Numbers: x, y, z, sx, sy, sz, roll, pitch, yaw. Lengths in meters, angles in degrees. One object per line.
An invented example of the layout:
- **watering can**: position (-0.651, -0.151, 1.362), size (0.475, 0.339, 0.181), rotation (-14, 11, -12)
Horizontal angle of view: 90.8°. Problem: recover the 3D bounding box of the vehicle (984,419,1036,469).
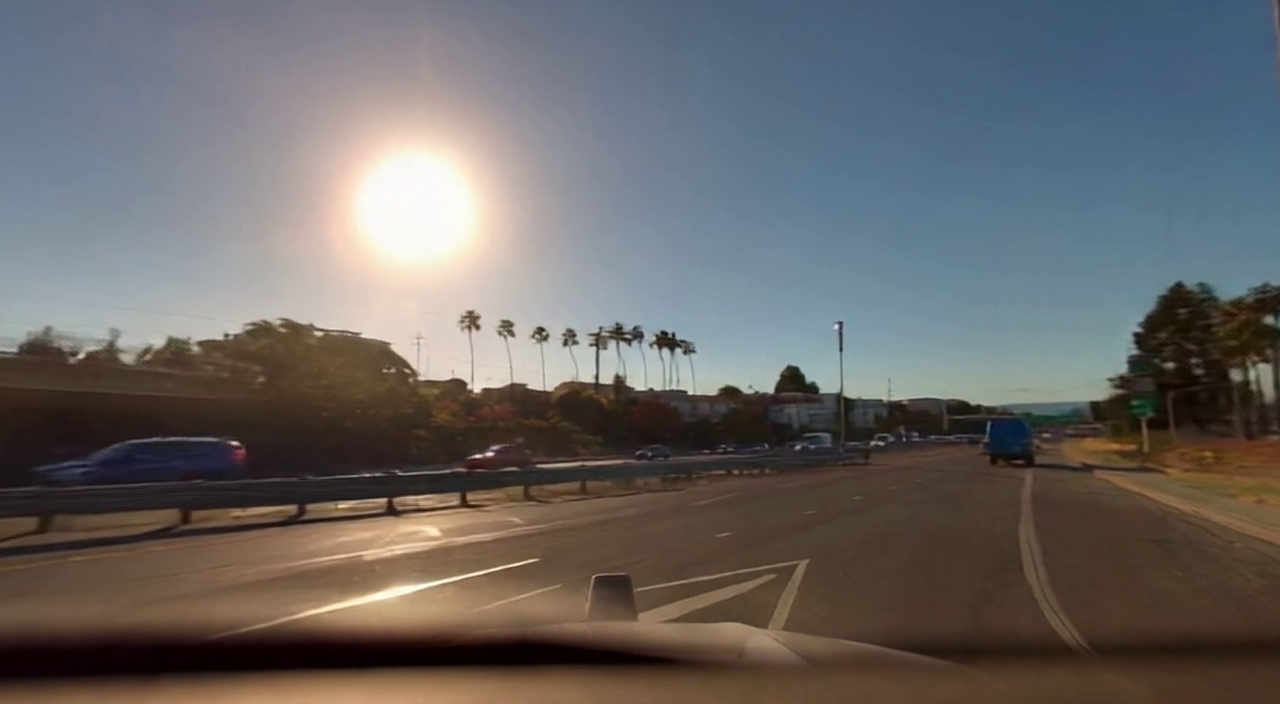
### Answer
- **vehicle**: position (23.999, 5.950, 40.899), size (2.606, 3.020, 4.180), rotation (-5, -10, 31)
